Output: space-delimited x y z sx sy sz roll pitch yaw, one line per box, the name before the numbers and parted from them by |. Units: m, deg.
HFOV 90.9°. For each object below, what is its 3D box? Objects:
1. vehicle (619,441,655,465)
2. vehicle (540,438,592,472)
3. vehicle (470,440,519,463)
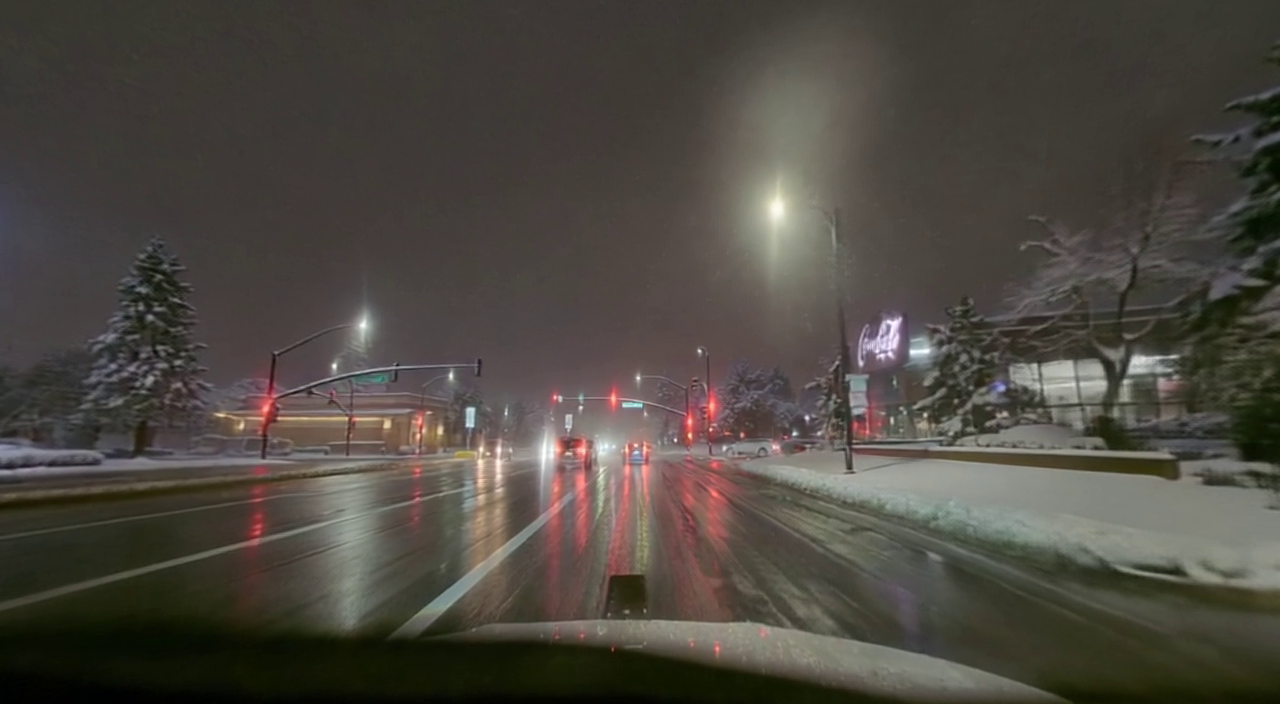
vehicle | -0.170 6.792 42.637 2.258 1.507 3.896 0 -8 2
vehicle | -3.551 5.062 31.060 2.029 1.517 4.375 0 -9 0
vehicle | -9.928 6.879 43.456 2.096 1.474 4.585 -1 -9 2
